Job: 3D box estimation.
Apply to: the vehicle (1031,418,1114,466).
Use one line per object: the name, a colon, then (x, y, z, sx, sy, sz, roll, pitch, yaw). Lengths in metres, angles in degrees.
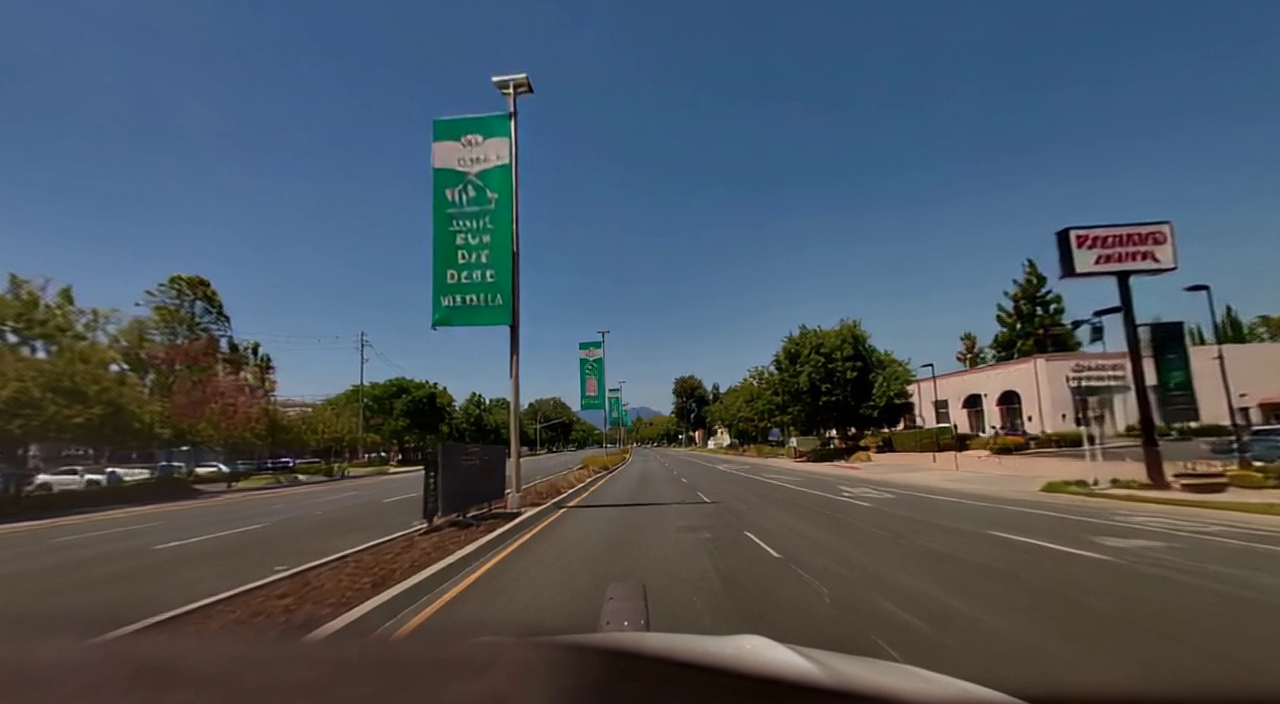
vehicle: (21.822, 4.521, 32.049, 2.240, 2.095, 5.149, -6, -7, 22)

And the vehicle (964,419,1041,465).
vehicle: (17.874, 4.485, 31.407, 2.425, 2.043, 5.455, -4, -9, 21)
